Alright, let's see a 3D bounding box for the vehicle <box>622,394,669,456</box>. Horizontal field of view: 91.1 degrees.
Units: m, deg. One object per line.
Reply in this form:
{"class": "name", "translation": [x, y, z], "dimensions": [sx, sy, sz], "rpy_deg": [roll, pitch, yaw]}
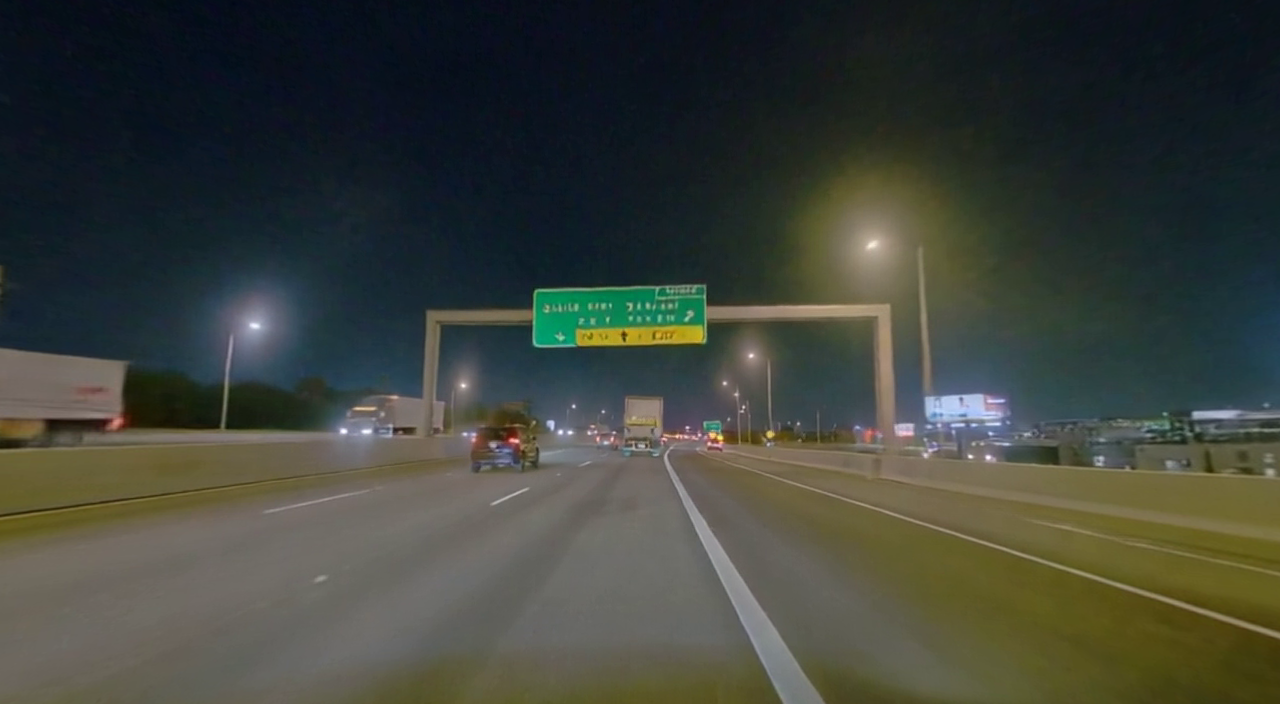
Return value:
{"class": "vehicle", "translation": [0.445, 5.435, 46.313], "dimensions": [3.024, 4.019, 10.605], "rpy_deg": [0, -7, 1]}

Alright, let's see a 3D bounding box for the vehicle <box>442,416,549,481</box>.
{"class": "vehicle", "translation": [-4.354, 2.988, 19.806], "dimensions": [2.119, 1.787, 4.655], "rpy_deg": [0, -7, 2]}

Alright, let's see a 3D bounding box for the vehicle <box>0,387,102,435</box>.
{"class": "vehicle", "translation": [-24.060, 2.338, 24.255], "dimensions": [1.990, 1.703, 5.121], "rpy_deg": [0, -7, 1]}

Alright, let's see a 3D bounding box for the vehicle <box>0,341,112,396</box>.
{"class": "vehicle", "translation": [-24.075, 0.730, 24.769], "dimensions": [1.990, 1.703, 5.121], "rpy_deg": [0, -7, 1]}

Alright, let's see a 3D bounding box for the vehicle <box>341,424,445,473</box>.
{"class": "vehicle", "translation": [-8.228, 3.239, 21.319], "dimensions": [1.845, 1.493, 3.799], "rpy_deg": [0, -7, 2]}
